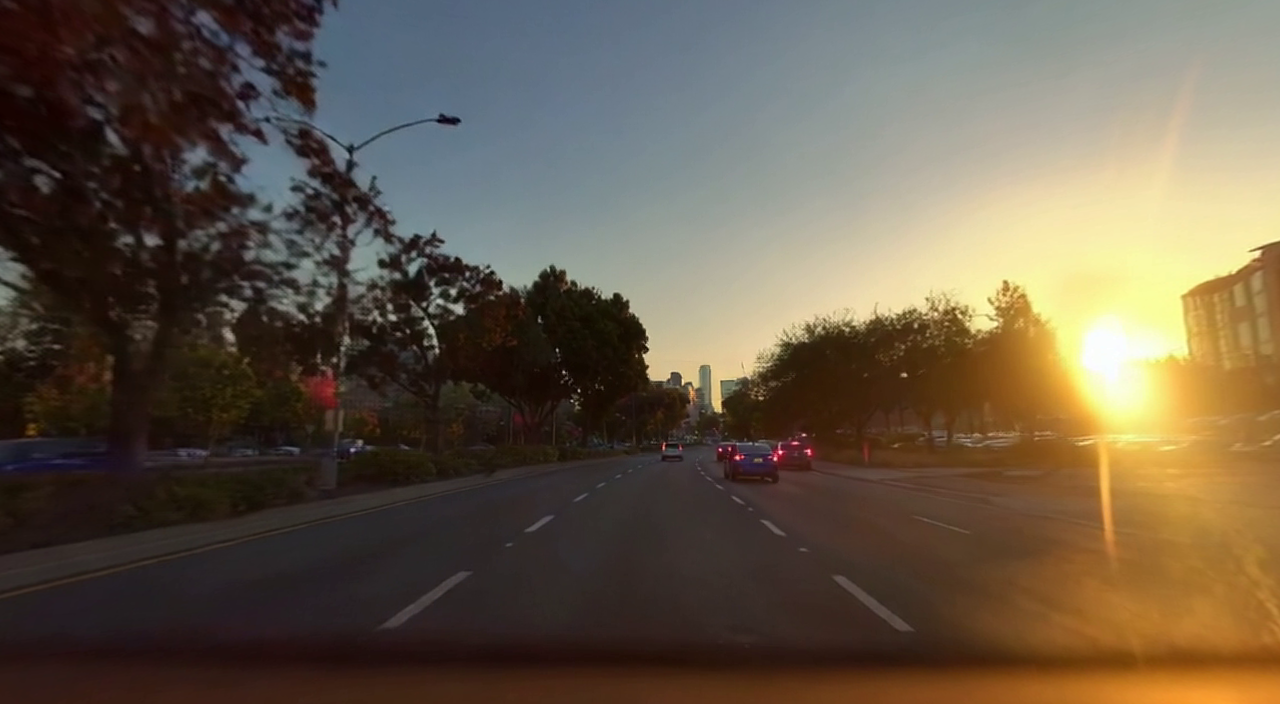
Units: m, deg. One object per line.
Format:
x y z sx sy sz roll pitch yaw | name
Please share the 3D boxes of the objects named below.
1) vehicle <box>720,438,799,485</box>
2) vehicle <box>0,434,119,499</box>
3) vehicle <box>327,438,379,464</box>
4.150 3.863 22.671 1.981 1.499 4.536 0 -8 0 | vehicle
-15.919 2.805 15.525 2.055 1.495 4.772 0 -8 1 | vehicle
-19.465 6.724 42.909 2.140 1.626 4.526 1 -8 -10 | vehicle
